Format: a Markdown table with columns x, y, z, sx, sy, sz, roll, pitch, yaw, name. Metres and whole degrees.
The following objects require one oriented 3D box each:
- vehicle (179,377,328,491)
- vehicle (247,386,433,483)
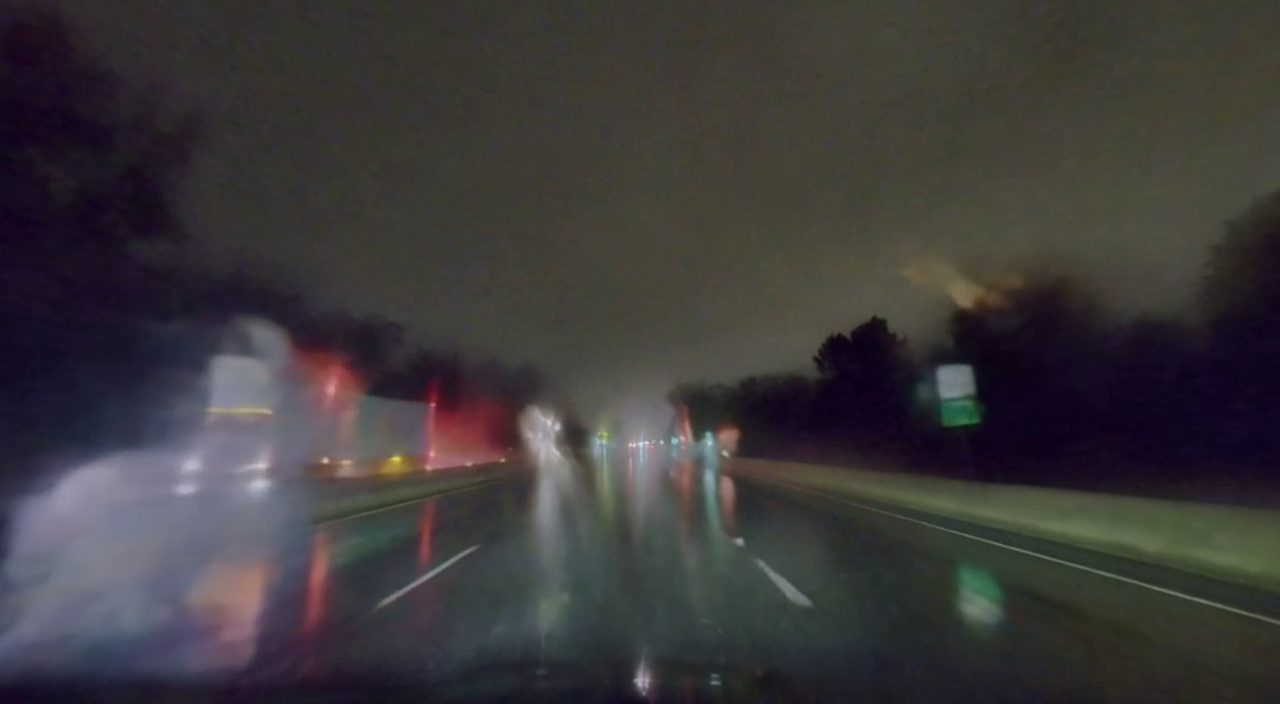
| x | y | z | sx | sy | sz | roll | pitch | yaw | name |
| --- | --- | --- | --- | --- | --- | --- | --- | --- | --- |
| -15.023 | 3.249 | 24.907 | 2.989 | 4.083 | 4.195 | 1 | -8 | 0 | vehicle |
| -15.063 | 4.518 | 33.853 | 2.970 | 4.086 | 14.344 | 0 | -8 | 0 | vehicle |
